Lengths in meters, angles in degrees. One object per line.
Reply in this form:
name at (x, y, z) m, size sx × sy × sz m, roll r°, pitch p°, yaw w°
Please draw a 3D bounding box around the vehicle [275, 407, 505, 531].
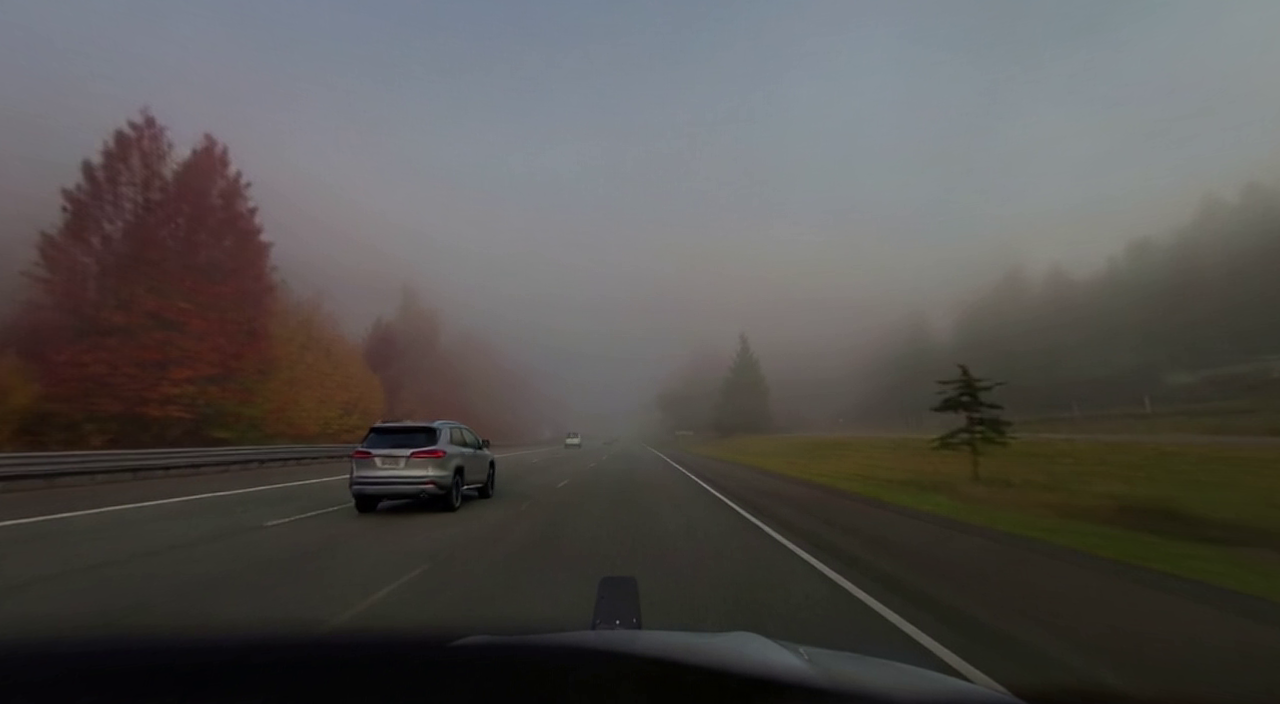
vehicle at (-3.891, 1.895, 10.861) m, size 2.057 × 1.666 × 4.552 m, roll 0°, pitch -8°, yaw 0°
